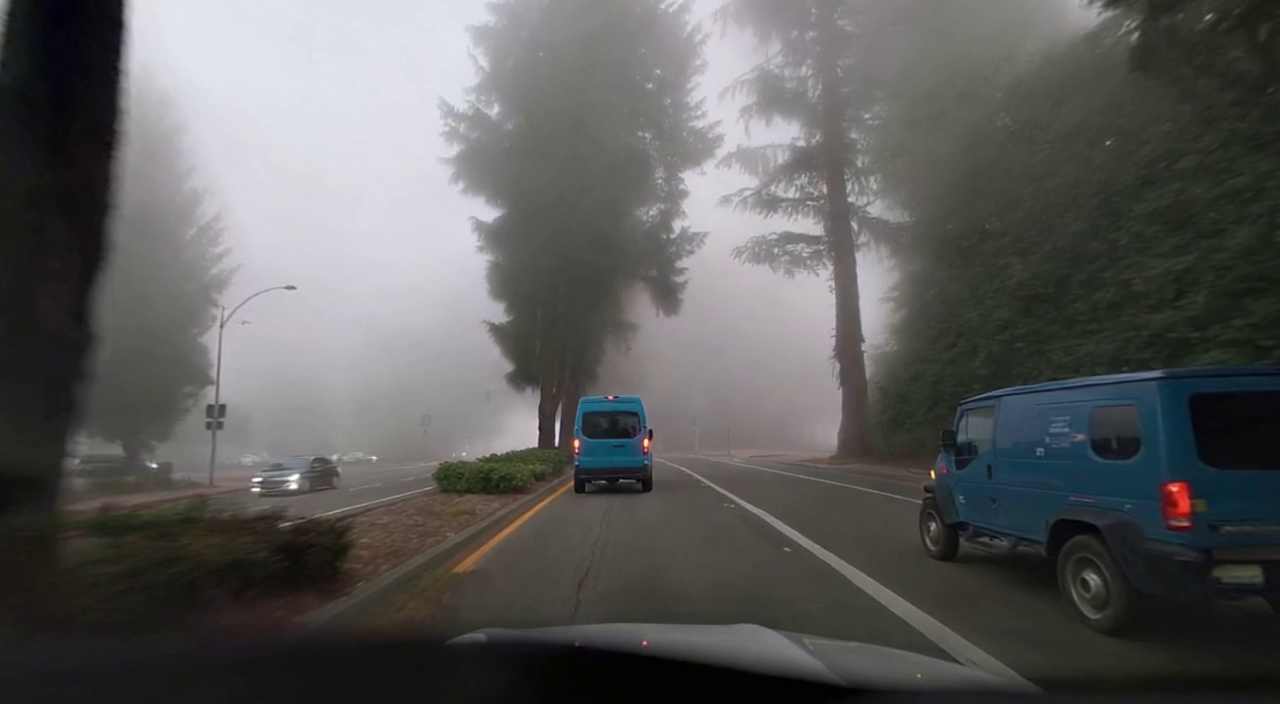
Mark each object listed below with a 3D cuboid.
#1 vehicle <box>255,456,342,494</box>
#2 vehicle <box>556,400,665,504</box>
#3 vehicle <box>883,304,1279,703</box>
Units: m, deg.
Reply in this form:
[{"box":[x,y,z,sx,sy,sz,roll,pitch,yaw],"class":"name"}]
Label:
[{"box":[-14.484,5.192,27.014,1.702,1.413,3.774,0,-8,-2],"class":"vehicle"},{"box":[-0.585,2.308,14.730,2.145,2.046,4.309,0,-8,0],"class":"vehicle"},{"box":[3.683,0.987,4.895,1.988,1.873,3.968,0,-9,0],"class":"vehicle"}]
